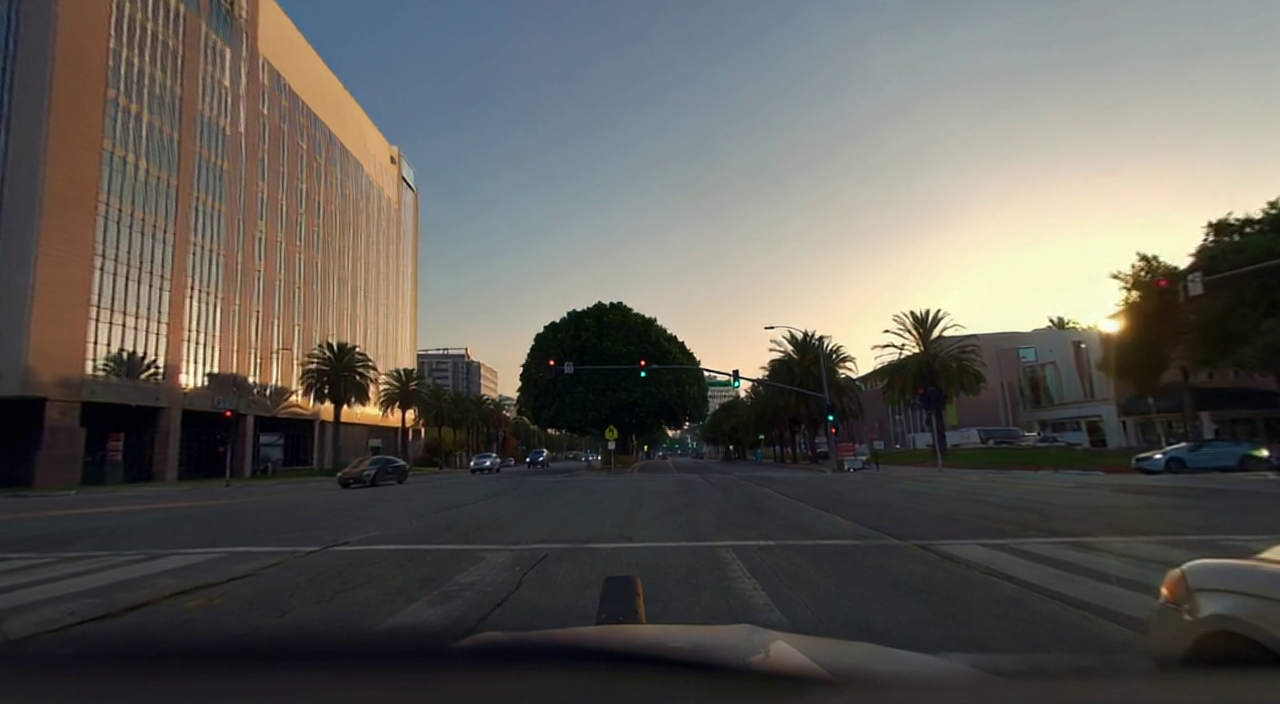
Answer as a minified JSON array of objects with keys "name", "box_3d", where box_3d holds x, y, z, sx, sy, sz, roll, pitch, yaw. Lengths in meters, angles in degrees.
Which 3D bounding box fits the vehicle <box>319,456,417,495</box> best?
[{"name":"vehicle","box_3d":[-12.103,5.497,28.528,2.145,1.504,4.857,-1,-9,2]}]

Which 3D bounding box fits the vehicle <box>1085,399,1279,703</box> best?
[{"name":"vehicle","box_3d":[3.229,0.653,0.508,2.106,1.472,4.854,0,-9,-2]}]

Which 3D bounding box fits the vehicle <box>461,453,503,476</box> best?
[{"name":"vehicle","box_3d":[-12.043,8.626,48.521,2.038,1.624,4.292,-1,-9,1]}]
